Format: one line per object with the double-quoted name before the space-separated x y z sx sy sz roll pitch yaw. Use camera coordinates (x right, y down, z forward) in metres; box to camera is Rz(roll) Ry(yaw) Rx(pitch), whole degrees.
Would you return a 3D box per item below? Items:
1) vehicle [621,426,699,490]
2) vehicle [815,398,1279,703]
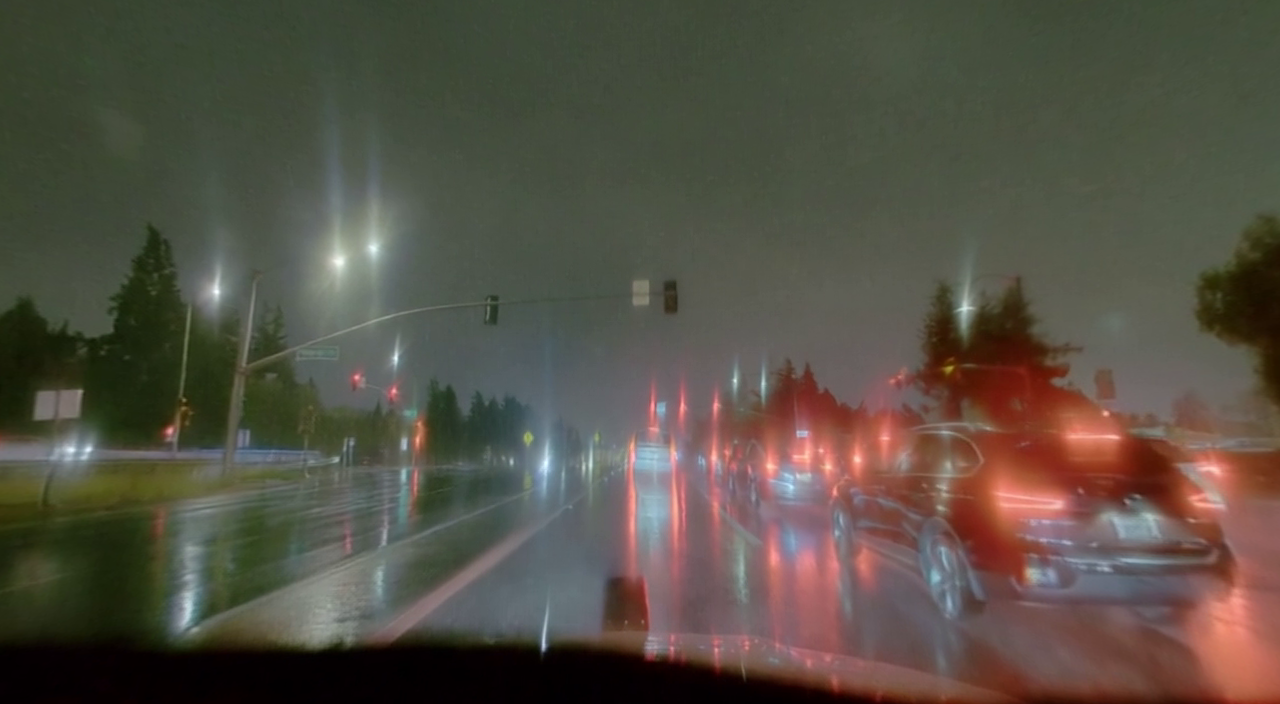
"vehicle" 0.562 3.395 20.495 2.245 1.800 4.522 0 -8 -1
"vehicle" 2.981 1.280 4.937 2.078 1.578 4.107 0 -8 1
